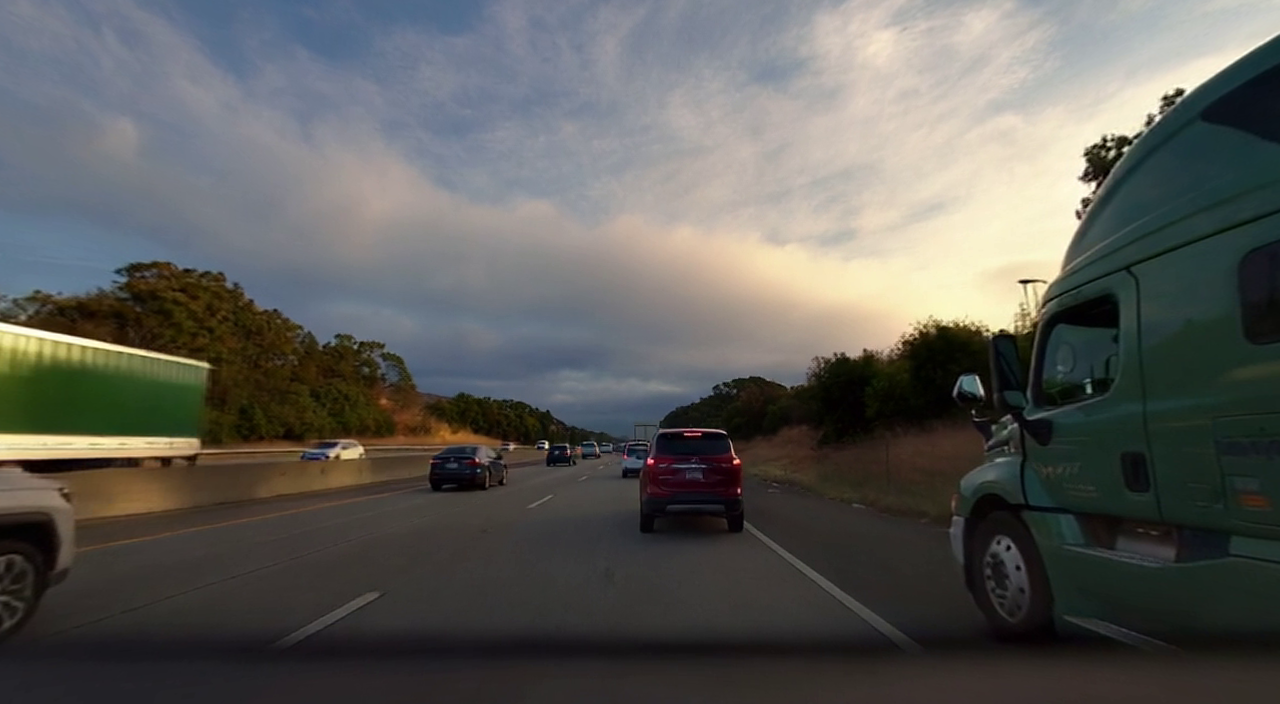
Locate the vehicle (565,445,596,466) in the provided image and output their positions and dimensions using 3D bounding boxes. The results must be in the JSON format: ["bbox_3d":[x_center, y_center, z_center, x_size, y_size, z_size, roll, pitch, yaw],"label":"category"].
[{"bbox_3d":[-4.367,7.643,46.671,1.857,1.423,3.920,0,-9,2],"label":"vehicle"}]

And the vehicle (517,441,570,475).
[{"bbox_3d":[-4.663,5.213,31.143,1.855,1.527,4.209,0,-9,1],"label":"vehicle"}]

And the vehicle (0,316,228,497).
[{"bbox_3d":[-15.959,1.317,14.807,2.881,4.067,14.355,0,-9,0],"label":"vehicle"}]

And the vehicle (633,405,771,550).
[{"bbox_3d":[0.809,1.981,10.480,1.825,1.920,3.960,0,-9,0],"label":"vehicle"}]

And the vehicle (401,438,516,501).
[{"bbox_3d":[-4.728,3.108,17.028,1.867,1.489,3.829,0,-9,1],"label":"vehicle"}]

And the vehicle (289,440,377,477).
[{"bbox_3d":[-12.823,4.460,26.586,1.855,1.445,3.655,0,-9,1],"label":"vehicle"}]

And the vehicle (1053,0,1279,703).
[{"bbox_3d":[3.772,-0.080,1.844,2.141,3.473,4.217,-1,-9,2],"label":"vehicle"}]
